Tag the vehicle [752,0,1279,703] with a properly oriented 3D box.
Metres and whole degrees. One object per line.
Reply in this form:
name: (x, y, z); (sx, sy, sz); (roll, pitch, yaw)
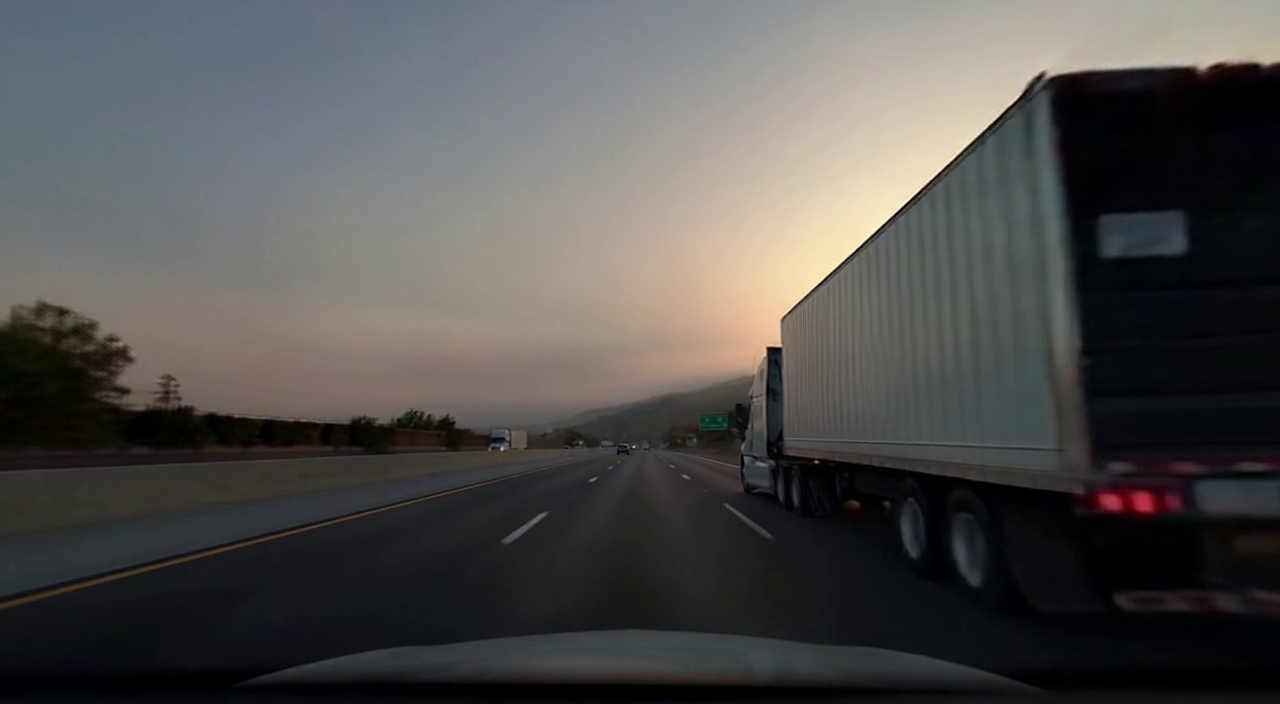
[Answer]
vehicle: (4.100, 0.716, 8.942); (2.870, 3.768, 11.872); (0, -8, 0)
